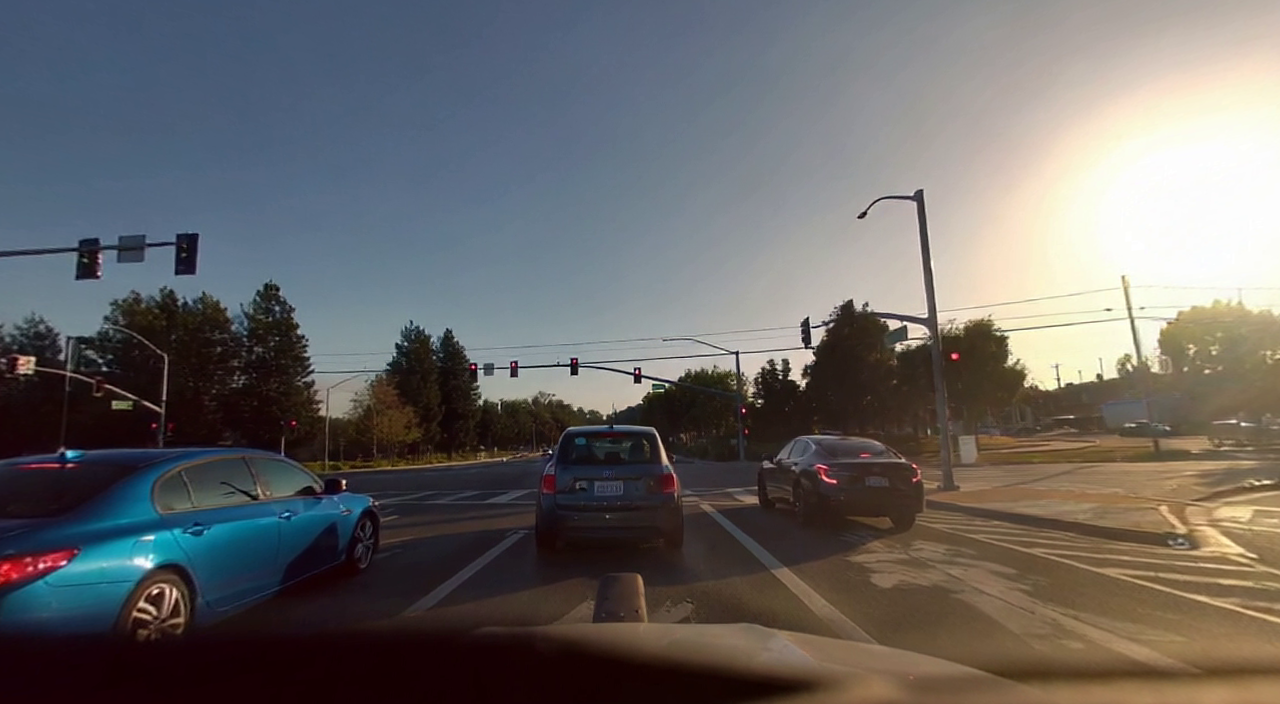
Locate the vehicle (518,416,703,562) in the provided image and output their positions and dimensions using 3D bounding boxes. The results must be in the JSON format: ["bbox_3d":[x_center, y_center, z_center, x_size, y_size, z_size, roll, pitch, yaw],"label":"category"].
[{"bbox_3d":[-0.344,1.802,8.978,2.038,1.599,3.844,0,-8,-1],"label":"vehicle"}]

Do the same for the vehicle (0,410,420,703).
[{"bbox_3d":[-3.577,1.326,5.024,2.052,1.472,4.479,0,-8,0],"label":"vehicle"}]

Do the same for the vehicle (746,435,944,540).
[{"bbox_3d":[3.274,2.249,11.209,1.970,1.449,4.433,0,-8,-1],"label":"vehicle"}]
